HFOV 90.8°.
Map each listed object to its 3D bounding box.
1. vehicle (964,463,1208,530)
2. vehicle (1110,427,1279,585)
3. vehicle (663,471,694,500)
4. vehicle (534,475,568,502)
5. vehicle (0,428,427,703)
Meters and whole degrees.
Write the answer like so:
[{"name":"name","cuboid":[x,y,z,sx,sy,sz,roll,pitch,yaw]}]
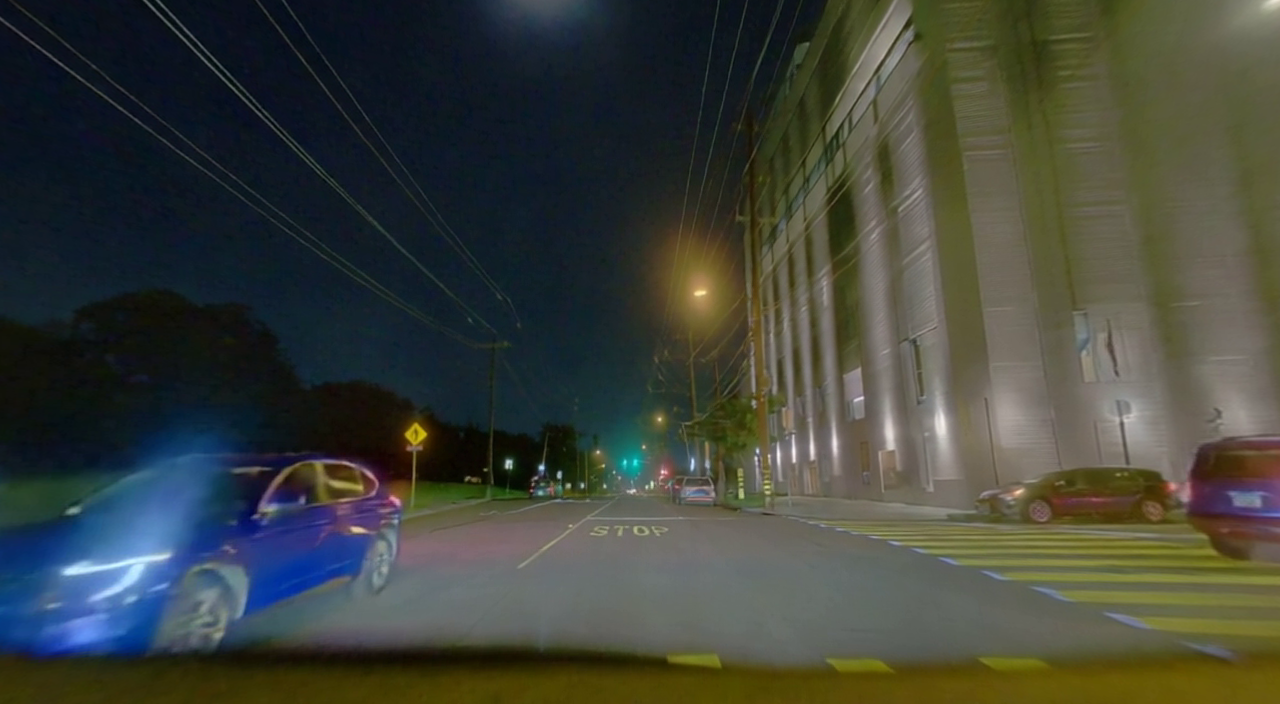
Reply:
[{"name":"vehicle","cuboid":[11.382,3.680,16.390,4.771,1.492,2.107,0,-8,-3]},{"name":"vehicle","cuboid":[9.486,1.978,8.686,4.872,1.789,2.214,2,-9,-16]},{"name":"vehicle","cuboid":[2.814,9.911,47.145,1.953,1.774,5.008,0,-8,-1]},{"name":"vehicle","cuboid":[-6.645,10.263,47.721,1.913,1.682,4.365,0,-8,1]},{"name":"vehicle","cuboid":[-3.247,1.411,4.719,1.911,1.563,4.057,0,-8,0]}]
